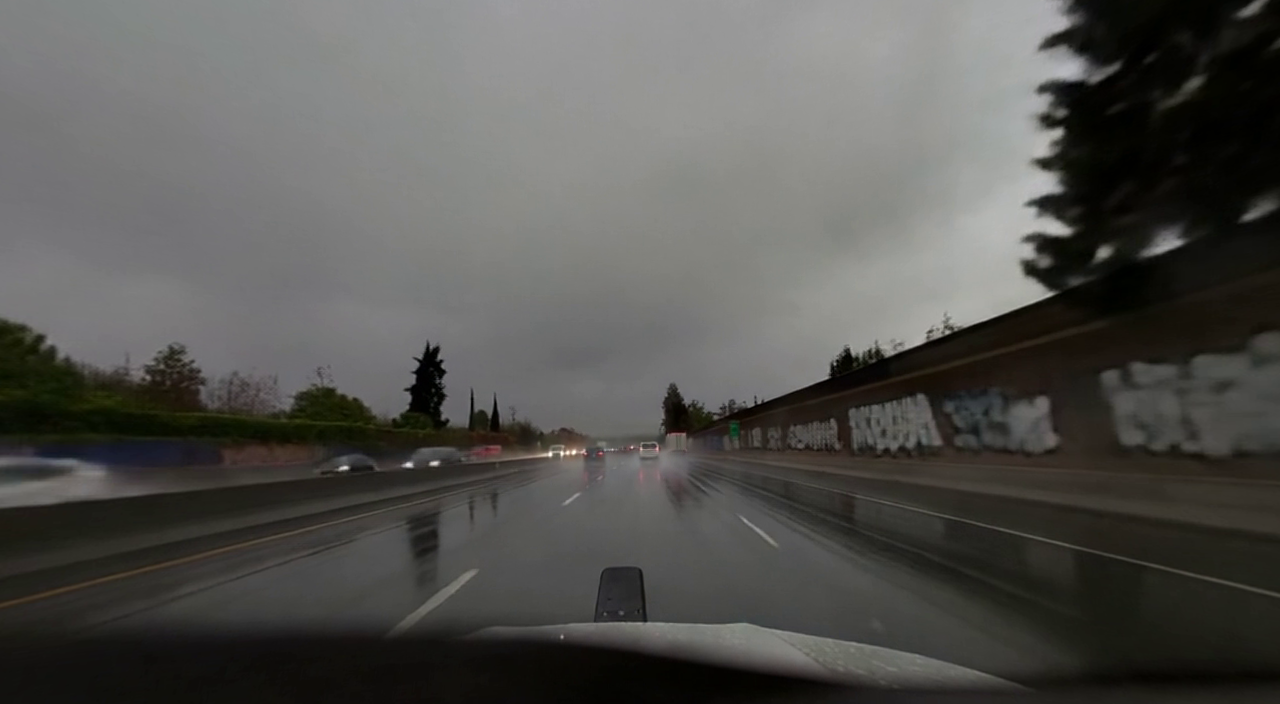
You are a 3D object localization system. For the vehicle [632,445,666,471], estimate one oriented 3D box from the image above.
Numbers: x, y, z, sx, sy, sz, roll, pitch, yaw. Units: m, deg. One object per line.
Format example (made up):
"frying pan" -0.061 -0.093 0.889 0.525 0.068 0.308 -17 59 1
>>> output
"vehicle" 0.558 6.632 39.636 2.009 1.506 4.091 0 -9 0

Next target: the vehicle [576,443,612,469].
"vehicle" -3.130 7.201 43.649 2.095 1.671 4.193 0 -9 1

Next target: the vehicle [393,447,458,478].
"vehicle" -11.709 6.047 34.739 2.001 1.547 4.361 0 -9 1

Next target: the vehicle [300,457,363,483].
"vehicle" -20.194 7.705 41.462 1.806 1.549 4.417 0 -9 1
